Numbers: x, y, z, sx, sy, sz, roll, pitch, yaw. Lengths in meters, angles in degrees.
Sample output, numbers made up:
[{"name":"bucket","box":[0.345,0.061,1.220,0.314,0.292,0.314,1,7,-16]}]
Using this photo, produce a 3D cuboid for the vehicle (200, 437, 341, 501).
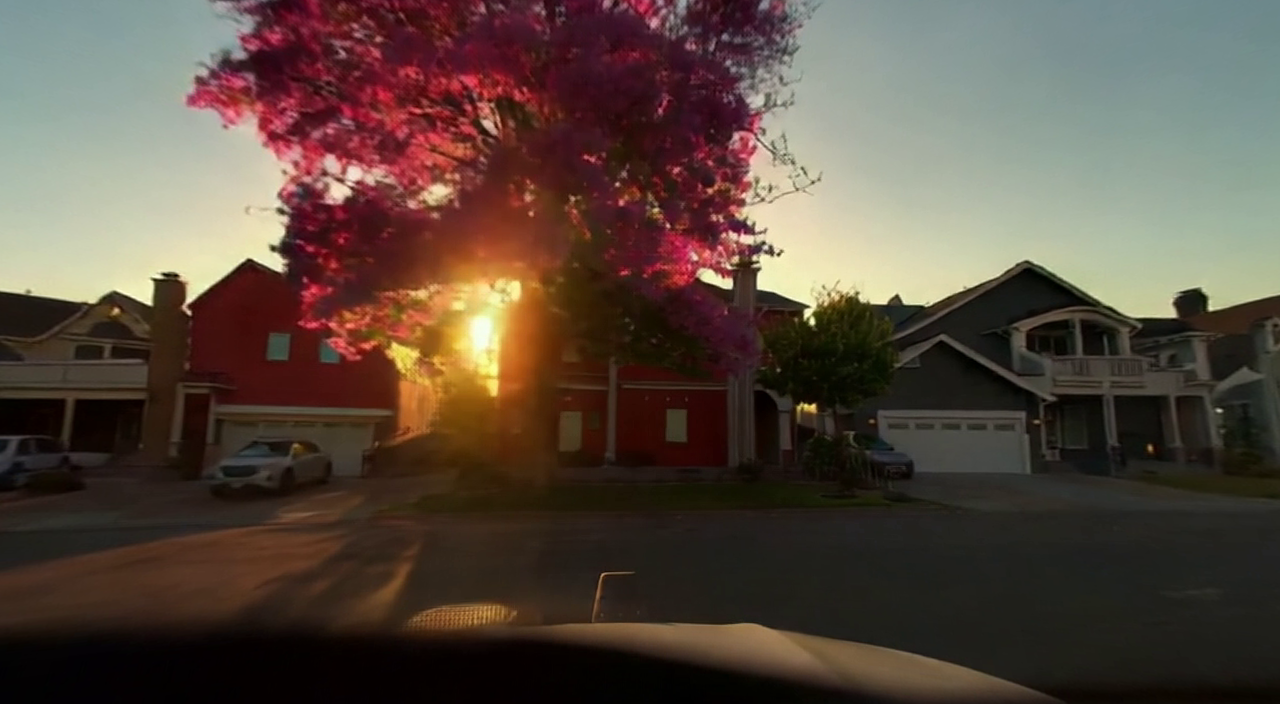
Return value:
[{"name":"vehicle","box":[-9.950,3.152,17.424,1.968,1.491,4.486,1,-9,-12]}]
